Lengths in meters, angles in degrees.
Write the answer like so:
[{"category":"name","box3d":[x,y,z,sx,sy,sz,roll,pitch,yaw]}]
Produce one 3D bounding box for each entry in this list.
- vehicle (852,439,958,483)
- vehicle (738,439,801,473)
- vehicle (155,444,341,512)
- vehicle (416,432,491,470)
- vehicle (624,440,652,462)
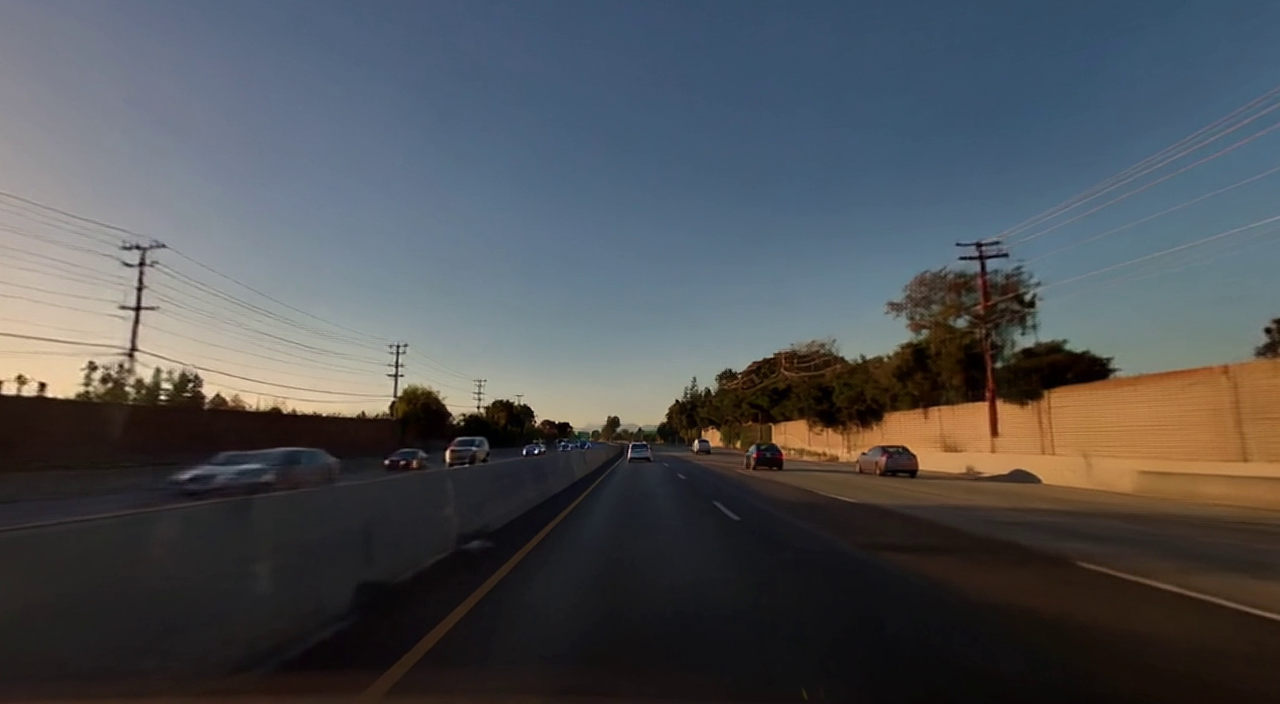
[{"category":"vehicle","box3d":[9.764,4.025,23.695,1.969,1.506,4.422,0,-8,-1]},{"category":"vehicle","box3d":[6.356,5.161,31.628,2.069,1.520,4.614,0,-8,-1]},{"category":"vehicle","box3d":[-9.809,3.137,16.343,1.946,1.495,4.468,0,-8,0]},{"category":"vehicle","box3d":[-9.921,5.331,34.113,2.483,1.868,4.989,0,-8,0]},{"category":"vehicle","box3d":[-0.153,7.178,45.839,1.993,1.506,3.883,0,-8,0]}]
